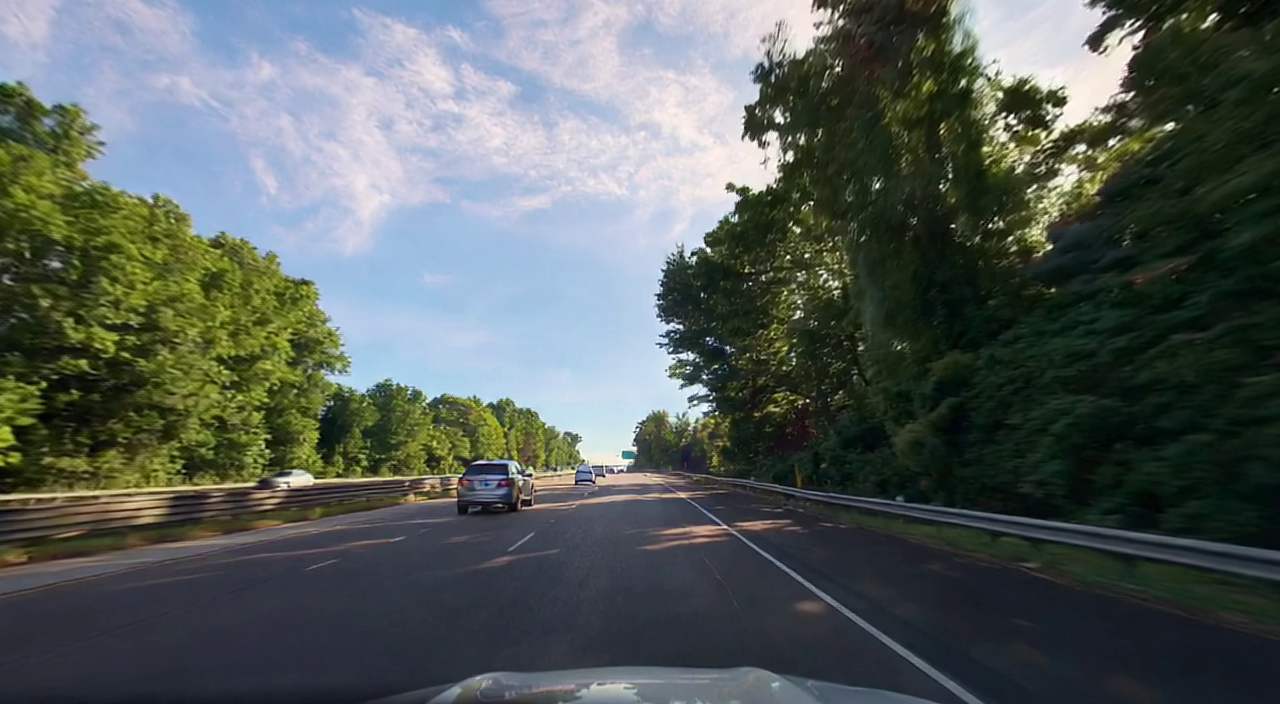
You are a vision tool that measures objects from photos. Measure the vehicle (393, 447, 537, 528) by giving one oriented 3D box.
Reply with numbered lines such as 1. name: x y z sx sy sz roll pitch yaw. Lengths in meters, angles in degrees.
1. vehicle: -3.895 3.143 14.959 2.068 1.592 4.479 0 -10 0

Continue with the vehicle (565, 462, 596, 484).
1. vehicle: -4.332 8.943 46.680 1.900 1.469 4.106 1 -10 0
